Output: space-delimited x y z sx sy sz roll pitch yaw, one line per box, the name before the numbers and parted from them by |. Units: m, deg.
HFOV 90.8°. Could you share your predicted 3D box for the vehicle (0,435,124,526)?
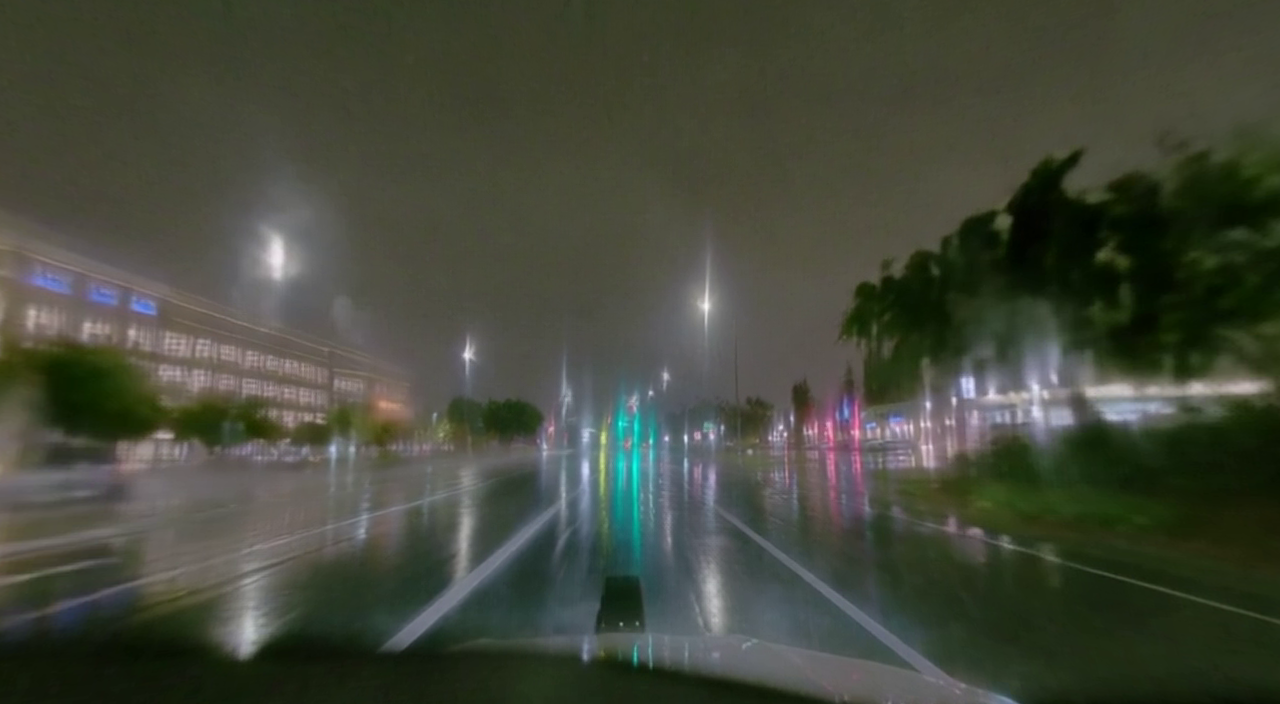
vehicle | -13.638 2.592 12.783 2.133 1.770 5.049 0 -8 -1
